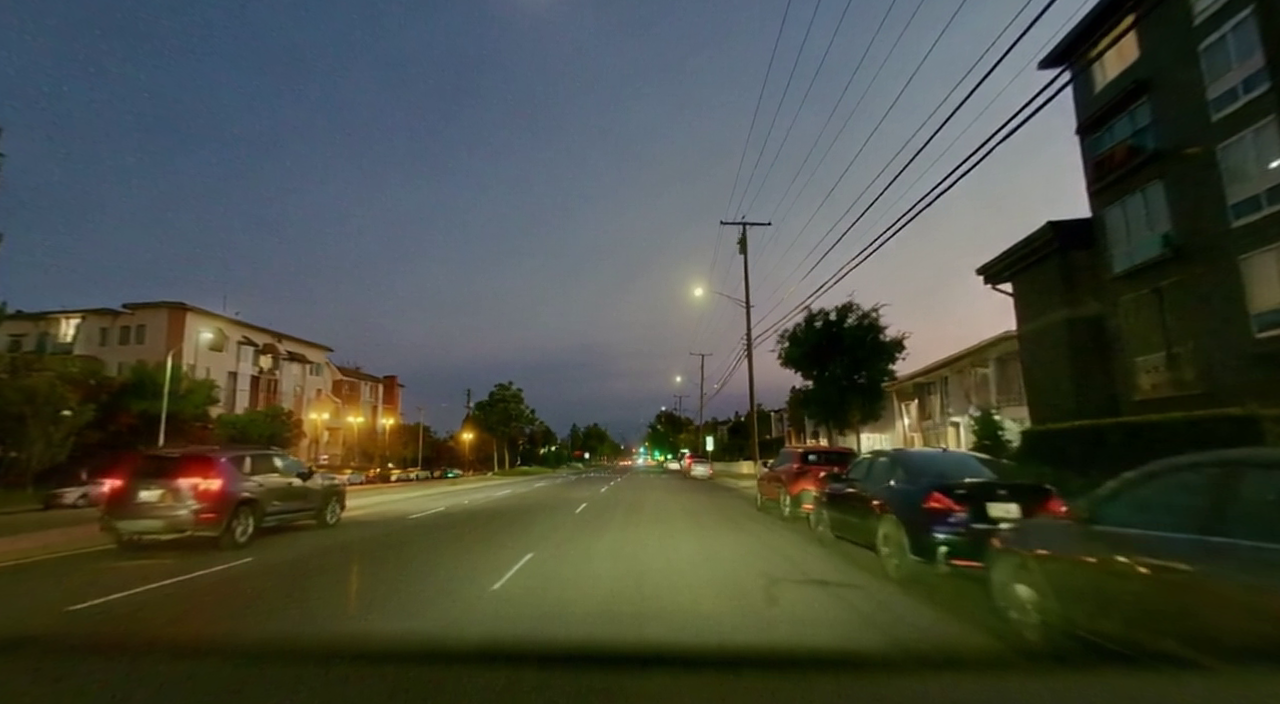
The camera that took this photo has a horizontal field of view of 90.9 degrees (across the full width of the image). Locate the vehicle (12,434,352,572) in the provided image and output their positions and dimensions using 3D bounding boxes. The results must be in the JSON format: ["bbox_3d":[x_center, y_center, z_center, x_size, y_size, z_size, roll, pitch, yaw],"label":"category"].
[{"bbox_3d":[-6.699,2.188,10.080,2.000,1.671,4.497,0,-8,0],"label":"vehicle"}]

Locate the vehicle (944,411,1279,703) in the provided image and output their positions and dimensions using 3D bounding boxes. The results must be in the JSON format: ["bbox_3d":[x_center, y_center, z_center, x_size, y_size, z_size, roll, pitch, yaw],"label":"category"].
[{"bbox_3d":[3.357,0.992,2.565,2.016,1.477,4.620,-1,-8,1],"label":"vehicle"}]

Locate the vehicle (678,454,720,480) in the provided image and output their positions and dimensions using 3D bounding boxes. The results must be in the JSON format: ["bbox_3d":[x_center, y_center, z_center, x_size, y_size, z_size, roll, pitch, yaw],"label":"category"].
[{"bbox_3d":[3.727,7.351,40.523,2.259,1.500,4.474,0,-8,0],"label":"vehicle"}]
